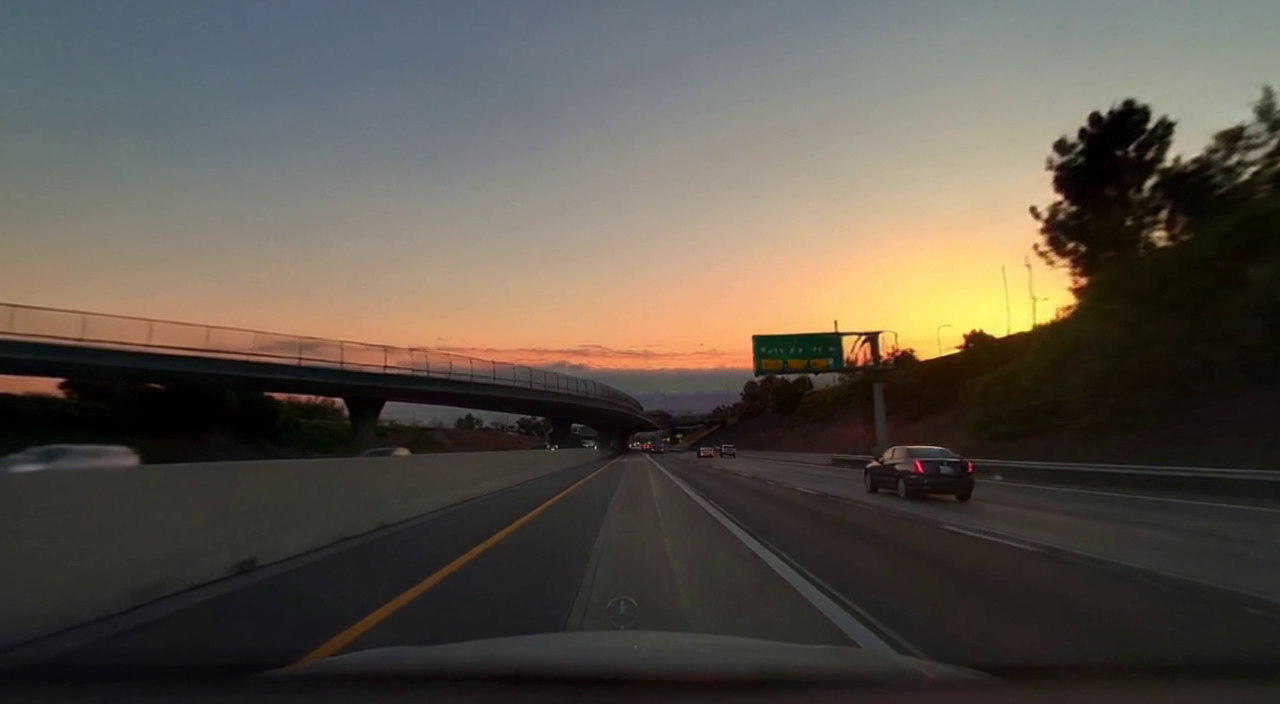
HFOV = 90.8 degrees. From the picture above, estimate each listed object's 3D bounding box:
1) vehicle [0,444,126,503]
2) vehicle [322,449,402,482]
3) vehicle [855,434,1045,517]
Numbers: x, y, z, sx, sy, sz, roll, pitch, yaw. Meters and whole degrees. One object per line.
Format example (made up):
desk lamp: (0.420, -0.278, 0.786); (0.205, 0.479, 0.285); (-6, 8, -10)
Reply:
vehicle: (-21.098, 4.132, 21.861); (2.056, 1.840, 5.342); (0, -9, 0)
vehicle: (-13.972, 5.720, 32.101); (2.010, 1.519, 4.460); (0, -9, 1)
vehicle: (6.723, 2.714, 14.442); (1.901, 1.548, 4.684); (0, -9, -1)
